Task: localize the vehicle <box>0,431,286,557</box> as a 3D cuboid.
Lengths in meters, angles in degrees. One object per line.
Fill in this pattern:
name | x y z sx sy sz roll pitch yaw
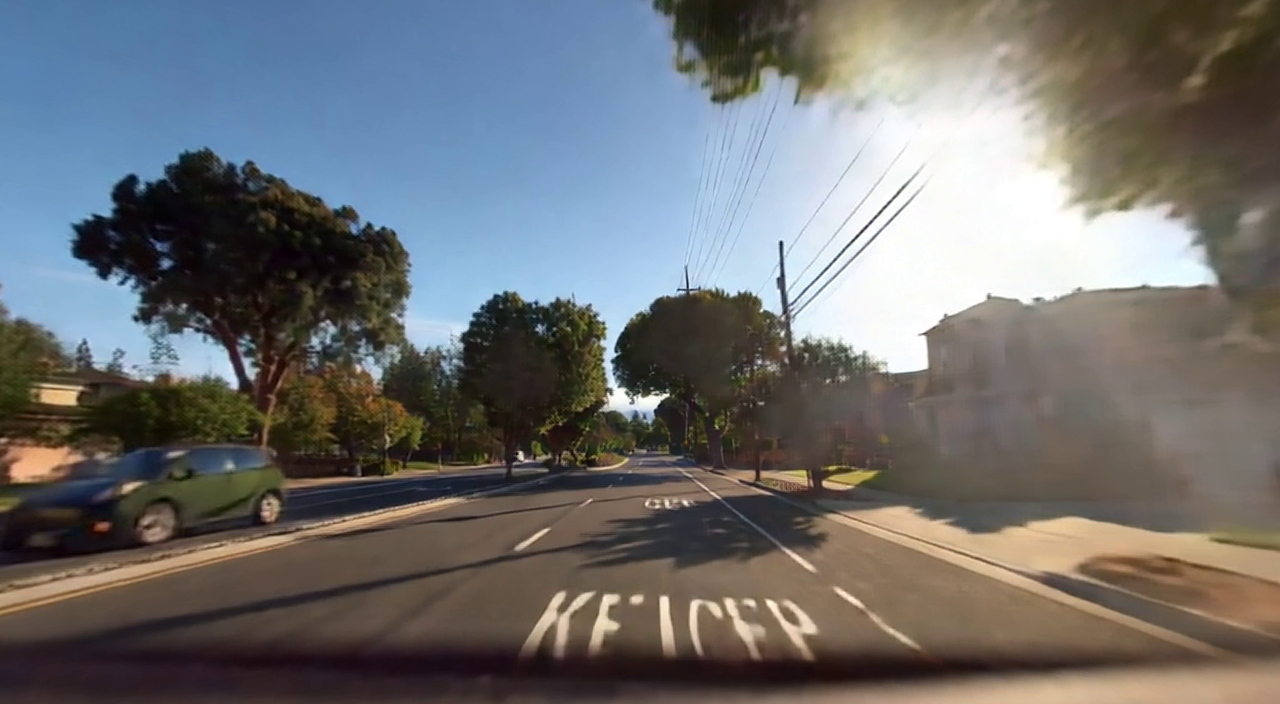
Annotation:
vehicle | -8.833 2.375 11.334 2.084 1.741 4.737 -1 -9 2
